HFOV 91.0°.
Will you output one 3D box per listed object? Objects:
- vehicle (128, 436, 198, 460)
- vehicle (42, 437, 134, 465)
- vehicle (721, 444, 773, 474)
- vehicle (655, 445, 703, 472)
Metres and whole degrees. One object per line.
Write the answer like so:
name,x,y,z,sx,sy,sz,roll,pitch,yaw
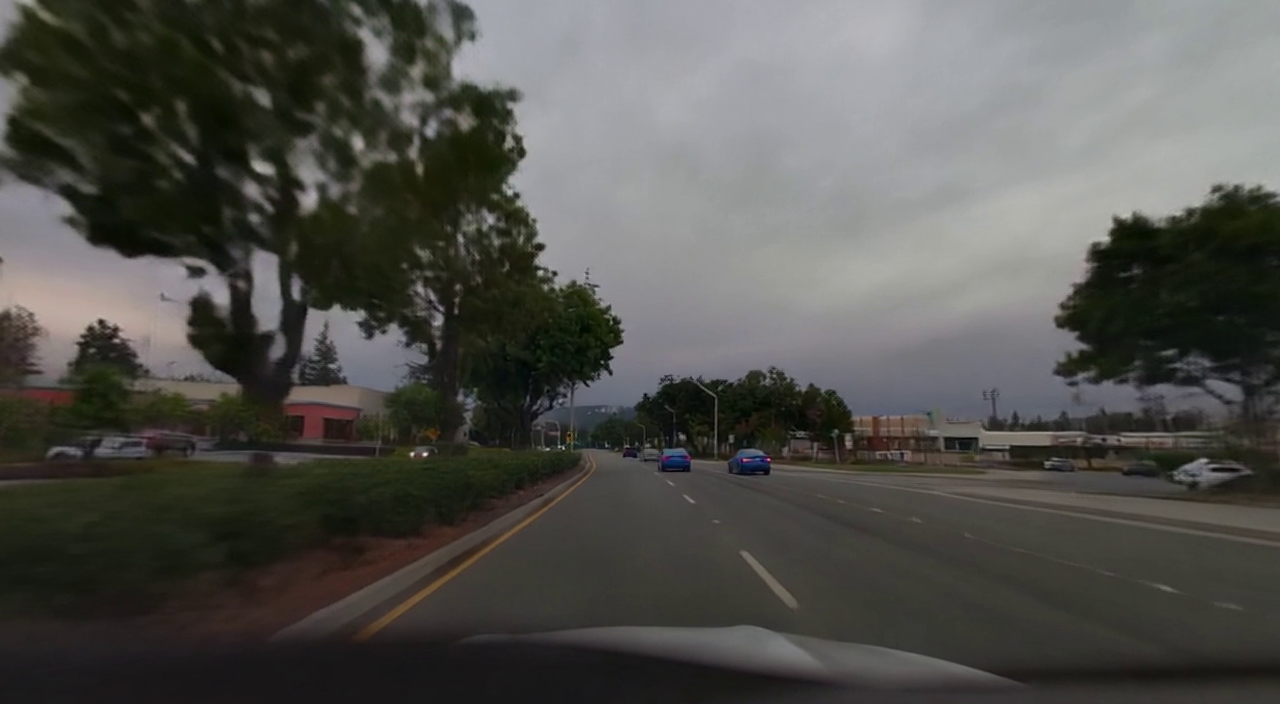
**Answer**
vehicle,-35.641,7.196,47.203,1.913,1.702,4.873,1,-9,-8
vehicle,-30.956,5.554,35.446,1.752,1.458,3.987,1,-9,-5
vehicle,5.755,5.825,34.467,1.886,1.528,4.169,1,-9,-3
vehicle,2.152,6.044,35.967,2.256,1.451,4.313,1,-9,-3
